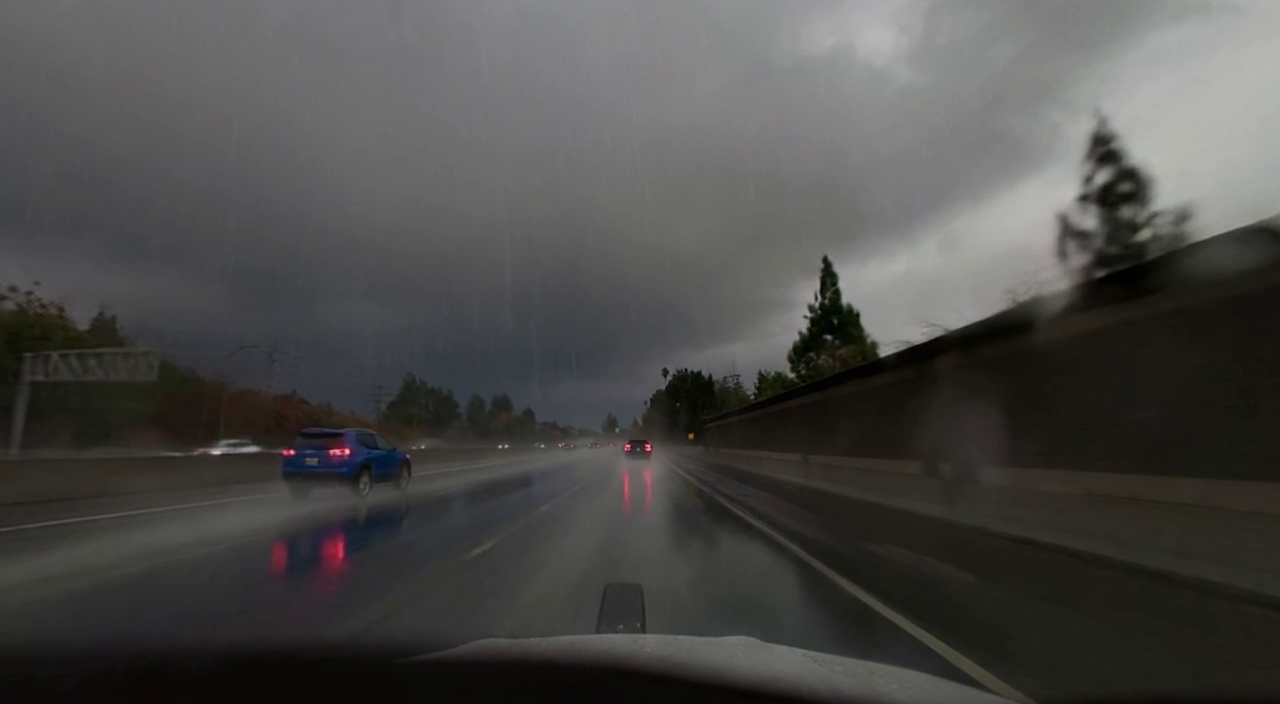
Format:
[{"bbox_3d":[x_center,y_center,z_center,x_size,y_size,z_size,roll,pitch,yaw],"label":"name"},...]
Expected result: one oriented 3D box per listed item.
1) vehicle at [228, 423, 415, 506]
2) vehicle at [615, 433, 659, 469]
[{"bbox_3d":[-7.451,2.675,15.396,2.166,1.705,4.433,0,-9,1],"label":"vehicle"},{"bbox_3d":[-0.126,5.122,32.608,2.141,1.706,4.065,0,-9,1],"label":"vehicle"}]
